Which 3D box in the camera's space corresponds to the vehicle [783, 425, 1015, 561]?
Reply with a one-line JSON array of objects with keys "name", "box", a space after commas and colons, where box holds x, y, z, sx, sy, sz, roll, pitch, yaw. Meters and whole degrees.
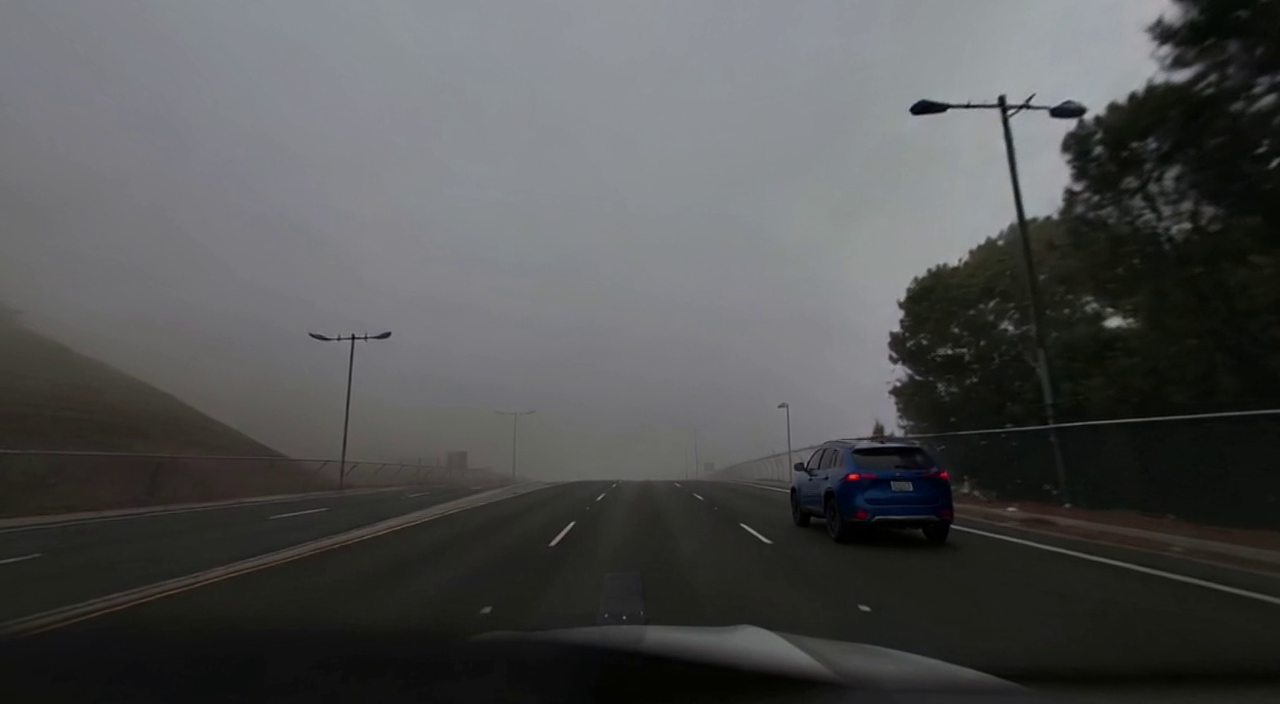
[{"name": "vehicle", "box": [3.848, 2.151, 10.387, 1.989, 1.730, 4.324, 0, -8, 0]}]
